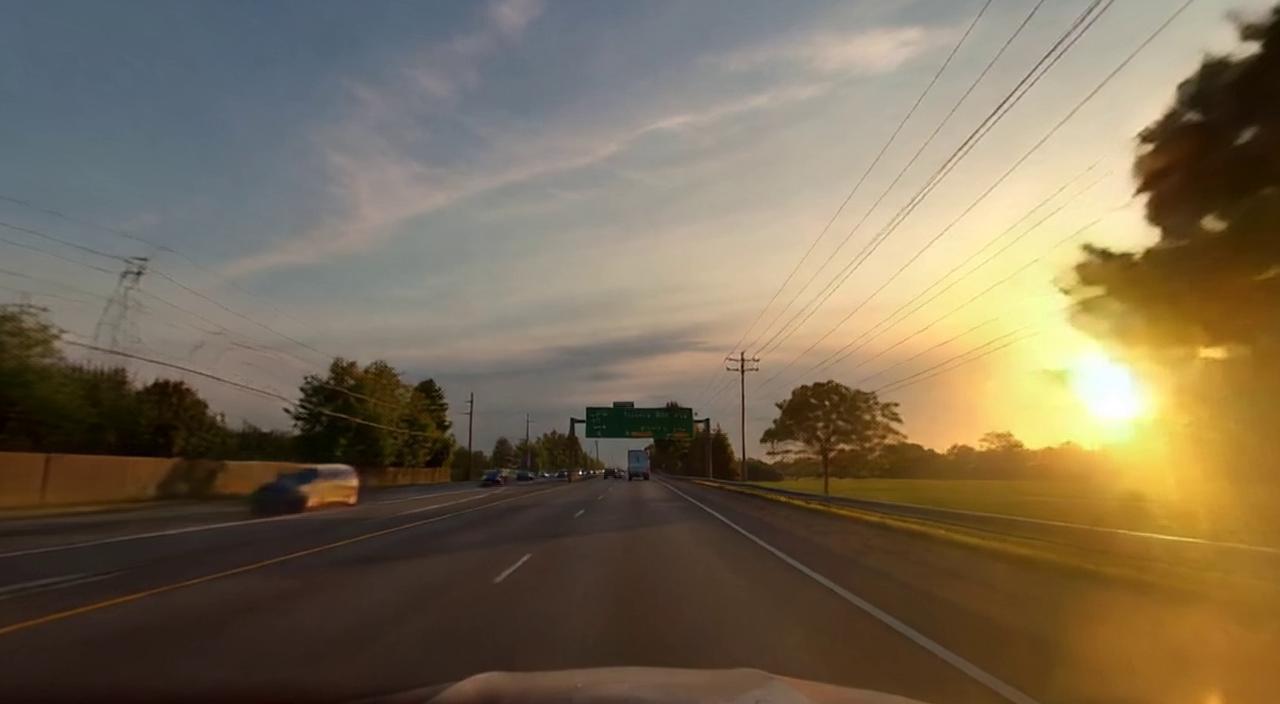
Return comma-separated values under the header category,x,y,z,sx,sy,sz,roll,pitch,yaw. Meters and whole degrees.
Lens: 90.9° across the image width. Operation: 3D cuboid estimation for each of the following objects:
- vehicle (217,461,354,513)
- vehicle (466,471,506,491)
category,x,y,z,sx,sy,sz,roll,pitch,yaw
vehicle,-11.852,4.541,21.534,1.887,1.528,4.789,1,-11,0
vehicle,-12.079,10.122,49.596,1.988,1.451,4.442,1,-10,0
